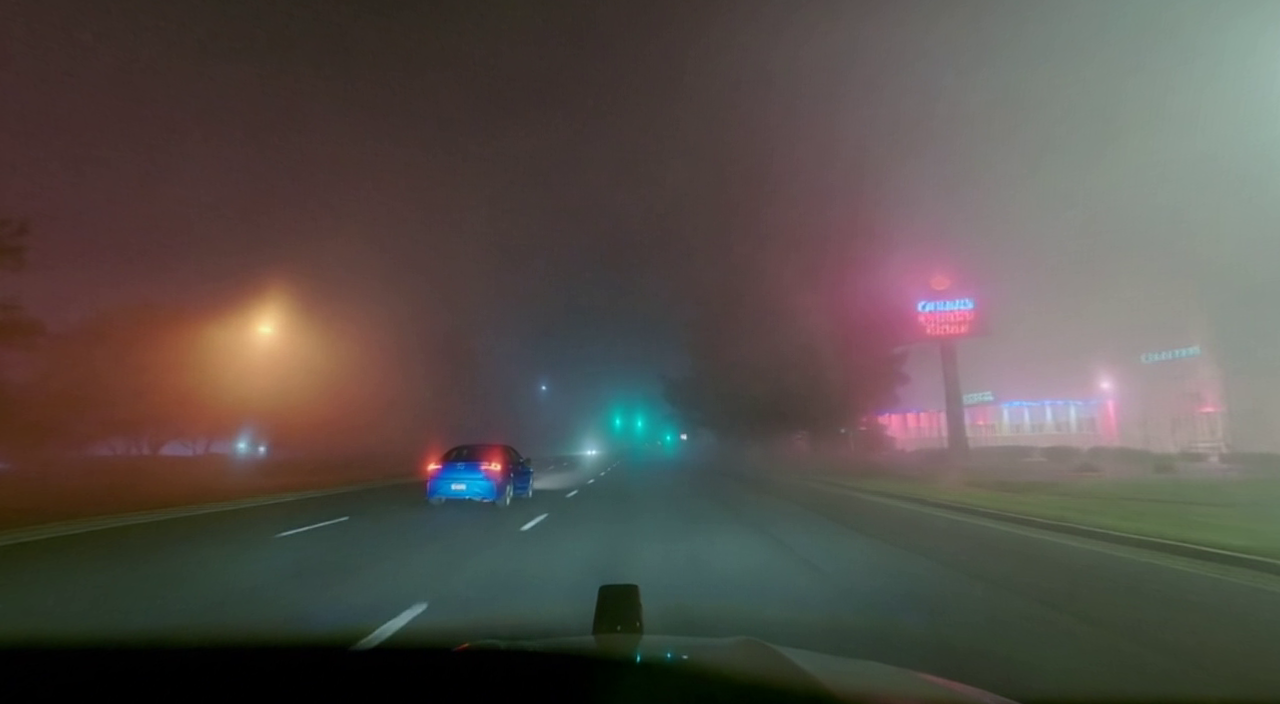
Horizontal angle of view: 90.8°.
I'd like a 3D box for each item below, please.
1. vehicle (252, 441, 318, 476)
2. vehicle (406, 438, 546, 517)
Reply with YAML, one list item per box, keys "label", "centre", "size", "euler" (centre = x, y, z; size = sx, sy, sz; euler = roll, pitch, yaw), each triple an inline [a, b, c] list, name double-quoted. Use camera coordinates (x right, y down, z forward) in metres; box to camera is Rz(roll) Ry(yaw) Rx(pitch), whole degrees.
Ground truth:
- label: "vehicle"
  centre: [-26.242, 7.859, 46.799]
  size: [3.358, 2.439, 2.686]
  euler: [1, -9, -8]
- label: "vehicle"
  centre: [-3.459, 2.714, 14.218]
  size: [2.005, 1.477, 4.169]
  euler: [0, -8, 0]
